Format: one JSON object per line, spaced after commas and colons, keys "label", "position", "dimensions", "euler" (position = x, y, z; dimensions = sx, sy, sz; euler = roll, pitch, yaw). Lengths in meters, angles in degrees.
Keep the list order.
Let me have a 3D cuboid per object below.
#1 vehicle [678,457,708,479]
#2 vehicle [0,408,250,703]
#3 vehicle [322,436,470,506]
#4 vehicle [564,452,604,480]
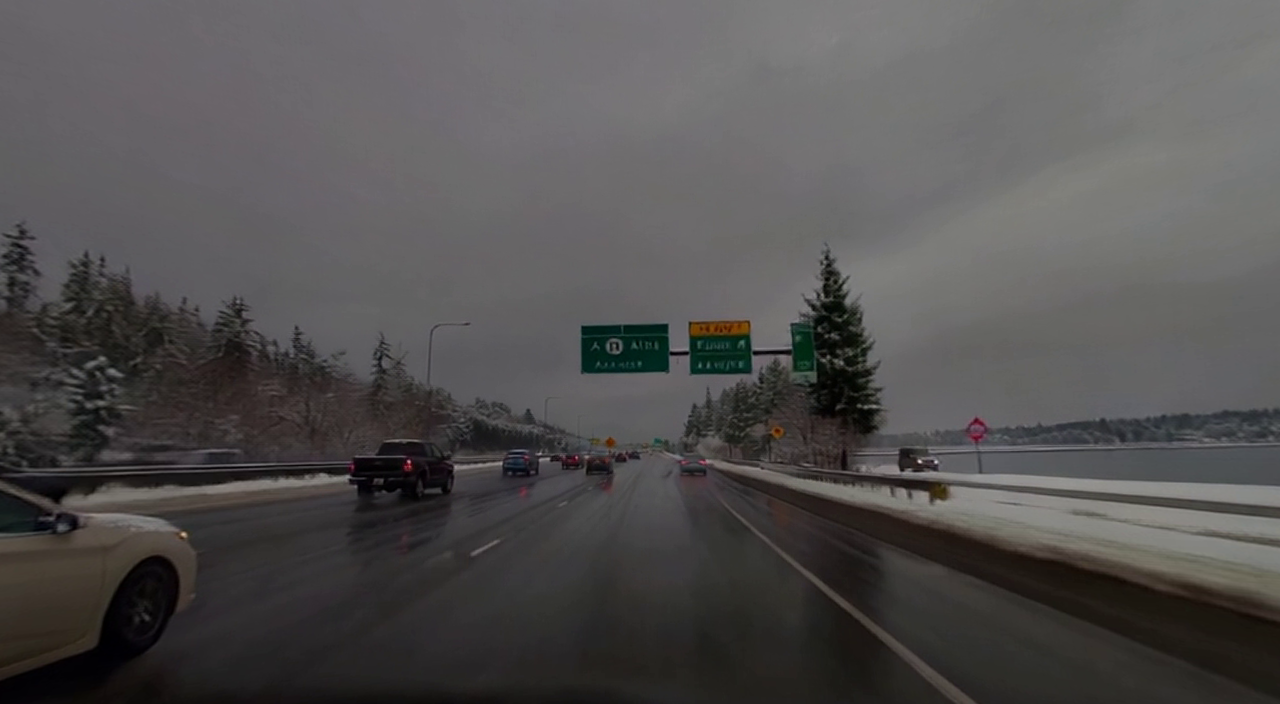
{"label": "vehicle", "position": [3.936, 8.701, 47.402], "dimensions": [2.153, 1.510, 4.646], "euler": [0, -9, 4]}
{"label": "vehicle", "position": [-4.030, 0.963, 2.471], "dimensions": [2.027, 1.547, 4.511], "euler": [0, -9, 1]}
{"label": "vehicle", "position": [-7.379, 3.661, 19.909], "dimensions": [2.250, 1.870, 5.647], "euler": [0, -9, 2]}
{"label": "vehicle", "position": [-3.601, 7.483, 41.579], "dimensions": [2.132, 1.708, 4.571], "euler": [0, -9, 1]}
